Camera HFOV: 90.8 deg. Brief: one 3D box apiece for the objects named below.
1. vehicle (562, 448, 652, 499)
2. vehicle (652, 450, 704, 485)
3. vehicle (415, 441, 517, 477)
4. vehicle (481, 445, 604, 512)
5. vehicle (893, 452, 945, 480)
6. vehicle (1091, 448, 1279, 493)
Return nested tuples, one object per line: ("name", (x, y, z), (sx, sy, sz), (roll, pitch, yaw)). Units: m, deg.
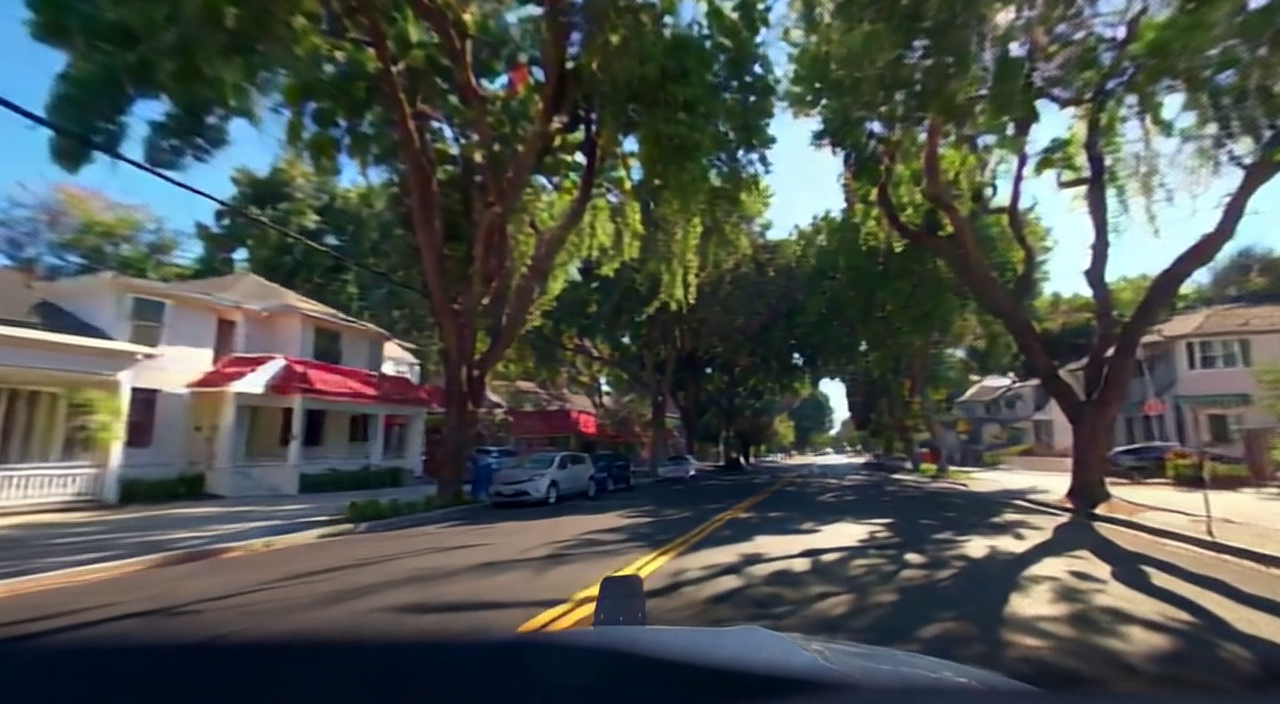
("vehicle", (-1.156, 4.625, 24.544), (1.913, 1.723, 4.318), (-3, -9, 20))
("vehicle", (2.203, 6.403, 35.473), (1.970, 1.785, 4.274), (-2, -9, 16))
("vehicle", (-8.785, 5.410, 32.103), (4.492, 1.725, 2.033), (-2, -9, 14))
("vehicle", (-2.840, 3.813, 19.657), (1.975, 1.775, 4.509), (-2, -9, 17))
("vehicle", (16.789, 6.861, 38.194), (2.052, 1.476, 4.438), (-4, -9, 14))
("vehicle", (19.777, 4.272, 23.193), (4.716, 1.480, 2.023), (-3, -9, 19))
